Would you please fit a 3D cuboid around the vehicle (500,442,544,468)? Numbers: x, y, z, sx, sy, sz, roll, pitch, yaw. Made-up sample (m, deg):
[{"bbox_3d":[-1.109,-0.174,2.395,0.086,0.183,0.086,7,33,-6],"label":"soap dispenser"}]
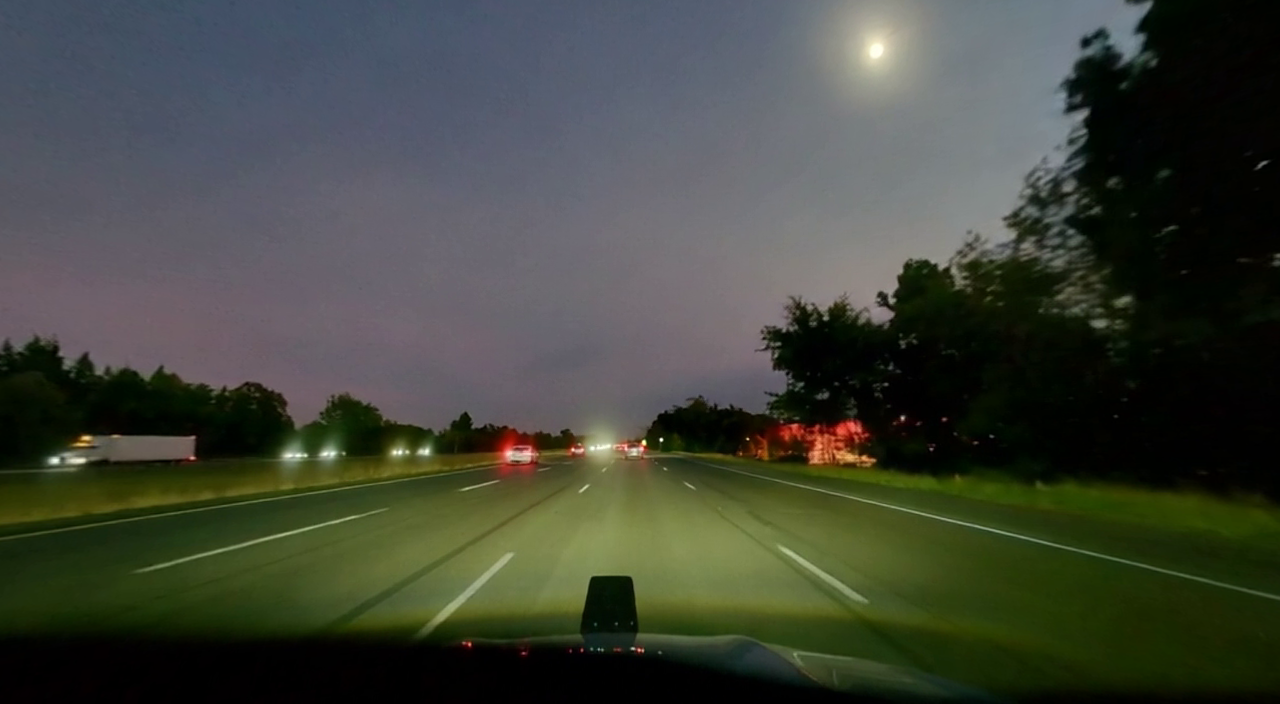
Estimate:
[{"bbox_3d":[-7.740,6.785,41.835,1.991,1.572,4.314,0,-9,0],"label":"vehicle"}]
